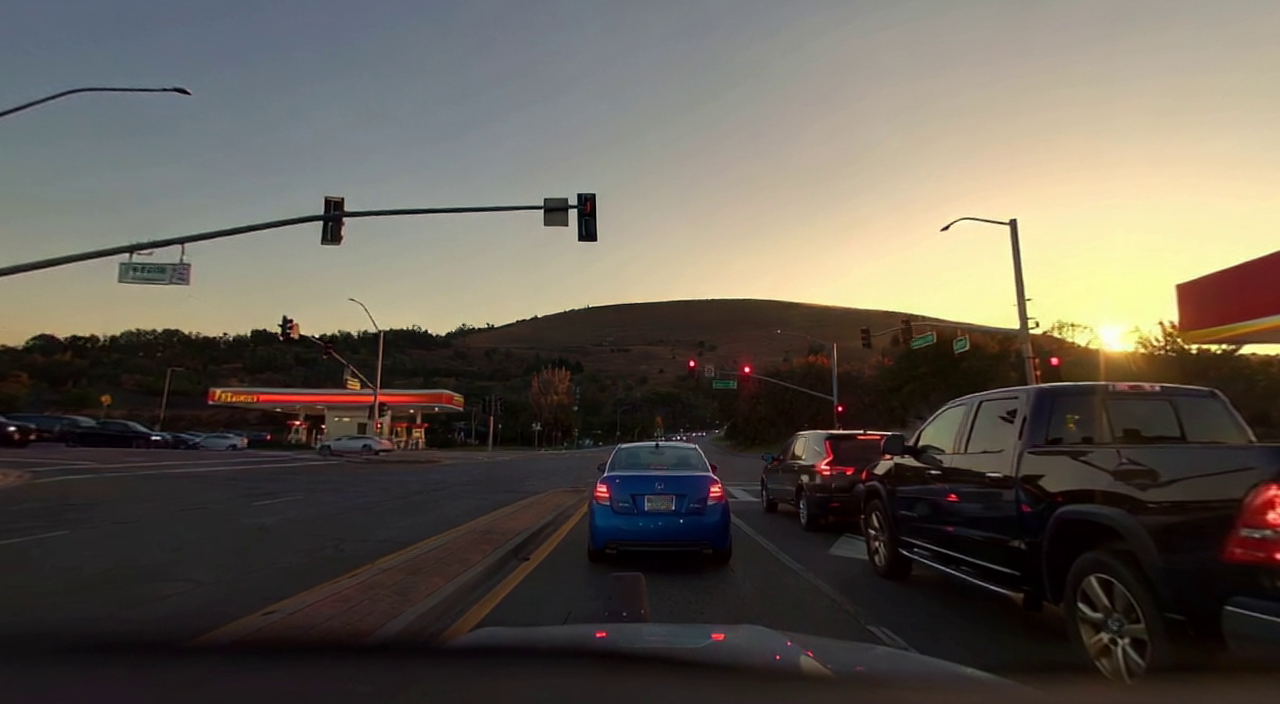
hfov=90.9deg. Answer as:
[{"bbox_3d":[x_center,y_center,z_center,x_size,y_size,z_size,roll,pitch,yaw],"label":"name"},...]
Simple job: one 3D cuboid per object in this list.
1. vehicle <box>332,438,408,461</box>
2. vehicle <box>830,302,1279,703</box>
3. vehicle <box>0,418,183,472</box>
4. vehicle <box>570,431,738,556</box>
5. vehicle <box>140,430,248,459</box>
[{"bbox_3d":[-18.356,6.610,42.878,4.528,1.460,1.963,4,-10,-28],"label":"vehicle"},{"bbox_3d":[3.533,1.107,4.734,2.277,1.871,6.143,0,-8,0],"label":"vehicle"},{"bbox_3d":[-18.743,3.162,21.538,4.742,1.720,2.107,-1,-8,6],"label":"vehicle"},{"bbox_3d":[0.165,2.000,9.608,2.027,1.494,3.824,0,-8,0],"label":"vehicle"},{"bbox_3d":[-23.258,4.840,32.964,4.326,1.420,1.798,-1,-8,4],"label":"vehicle"}]
